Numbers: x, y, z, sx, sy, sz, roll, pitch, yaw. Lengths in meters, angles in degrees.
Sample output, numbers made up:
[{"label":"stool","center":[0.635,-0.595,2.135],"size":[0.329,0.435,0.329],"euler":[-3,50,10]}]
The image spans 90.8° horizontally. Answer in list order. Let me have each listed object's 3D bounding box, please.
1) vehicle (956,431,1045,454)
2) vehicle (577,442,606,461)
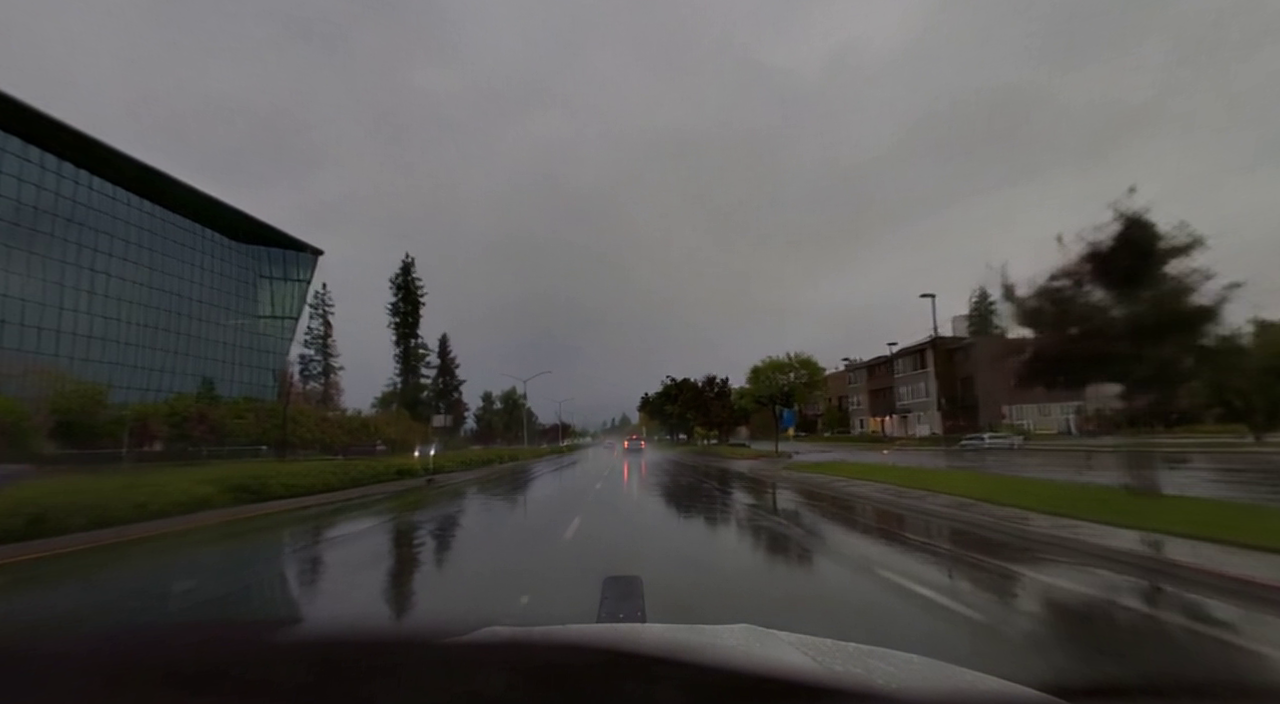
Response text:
[{"label":"vehicle","center":[24.123,6.059,42.350],"size":[4.758,1.522,1.930],"euler":[0,-8,-3]},{"label":"vehicle","center":[-3.777,7.842,49.884],"size":[2.080,1.445,4.096],"euler":[0,-8,-2]}]
